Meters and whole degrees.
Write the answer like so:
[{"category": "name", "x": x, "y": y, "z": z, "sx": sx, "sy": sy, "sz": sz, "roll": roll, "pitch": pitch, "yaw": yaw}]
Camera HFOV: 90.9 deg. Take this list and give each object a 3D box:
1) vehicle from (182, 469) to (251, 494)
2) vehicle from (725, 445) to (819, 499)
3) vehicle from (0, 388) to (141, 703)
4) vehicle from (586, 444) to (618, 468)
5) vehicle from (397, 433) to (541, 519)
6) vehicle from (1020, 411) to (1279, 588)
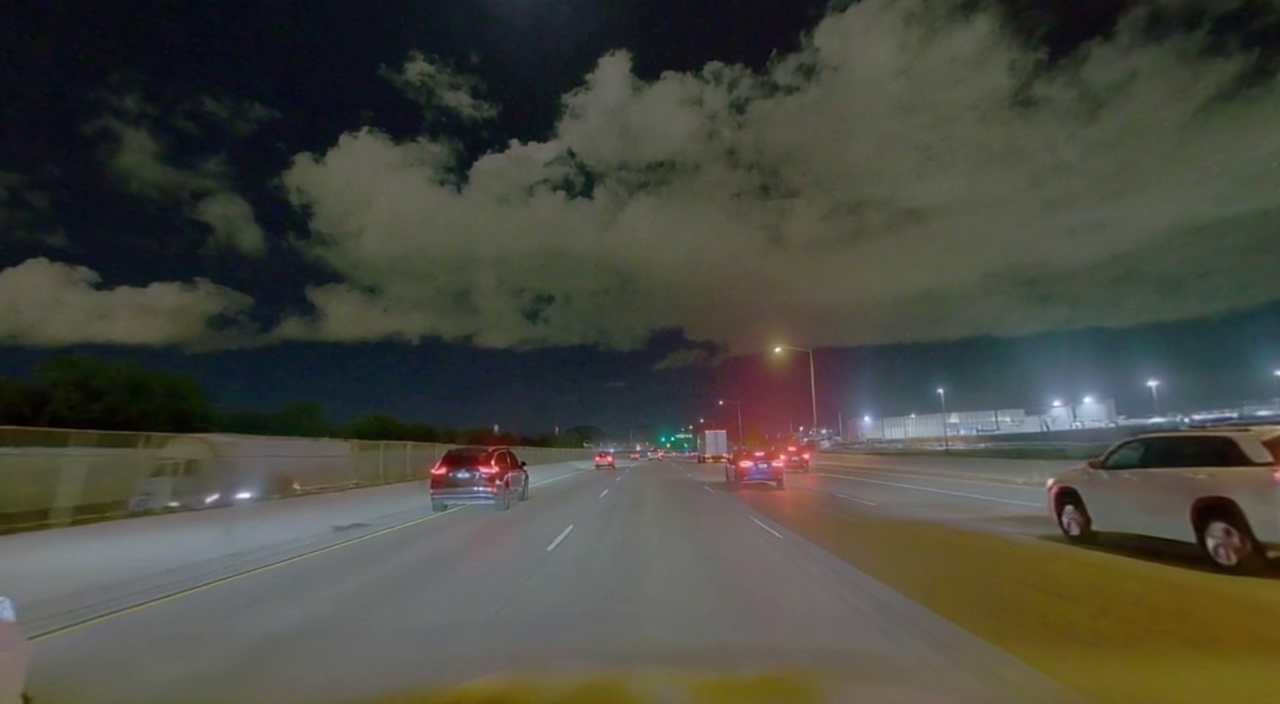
[{"category": "vehicle", "x": -32.203, "y": 9.834, "z": 48.103, "sx": 1.952, "sy": 1.595, "sz": 4.685, "roll": -1, "pitch": -8, "yaw": 1}, {"category": "vehicle", "x": 3.916, "y": 3.612, "z": 19.531, "sx": 1.942, "sy": 1.453, "sz": 4.329, "roll": 0, "pitch": -8, "yaw": -1}, {"category": "vehicle", "x": -3.674, "y": 0.681, "z": 0.812, "sx": 2.067, "sy": 1.555, "sz": 4.851, "roll": 0, "pitch": -8, "yaw": 0}, {"category": "vehicle", "x": -2.881, "y": 8.024, "z": 48.796, "sx": 2.108, "sy": 1.748, "sz": 4.514, "roll": -1, "pitch": -8, "yaw": 2}, {"category": "vehicle", "x": -3.685, "y": 2.733, "z": 14.458, "sx": 2.036, "sy": 1.669, "sz": 4.112, "roll": -1, "pitch": -8, "yaw": 1}, {"category": "vehicle", "x": 7.416, "y": 1.694, "z": 7.896, "sx": 2.145, "sy": 1.743, "sz": 5.058, "roll": 0, "pitch": -8, "yaw": 0}]
